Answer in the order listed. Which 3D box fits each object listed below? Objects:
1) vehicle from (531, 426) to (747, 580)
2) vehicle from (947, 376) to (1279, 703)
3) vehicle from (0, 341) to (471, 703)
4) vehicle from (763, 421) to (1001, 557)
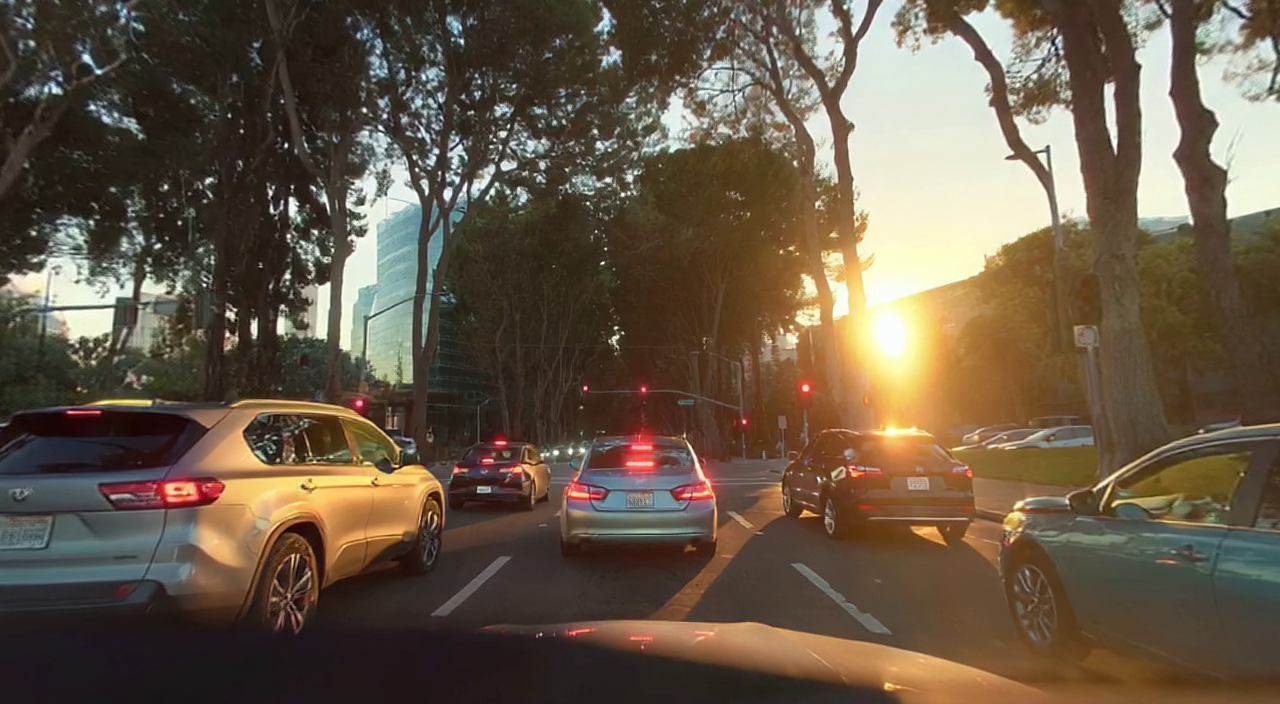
[{"bbox_3d":[-0.036,1.803,8.323,2.147,1.507,3.953,0,-8,-1],"label":"vehicle"},{"bbox_3d":[3.328,0.962,2.833,1.899,1.588,3.888,0,-9,0],"label":"vehicle"},{"bbox_3d":[-3.142,1.165,5.067,2.168,1.750,4.625,-1,-9,1],"label":"vehicle"},{"bbox_3d":[3.417,2.017,10.023,2.040,1.647,4.379,0,-9,0],"label":"vehicle"}]
